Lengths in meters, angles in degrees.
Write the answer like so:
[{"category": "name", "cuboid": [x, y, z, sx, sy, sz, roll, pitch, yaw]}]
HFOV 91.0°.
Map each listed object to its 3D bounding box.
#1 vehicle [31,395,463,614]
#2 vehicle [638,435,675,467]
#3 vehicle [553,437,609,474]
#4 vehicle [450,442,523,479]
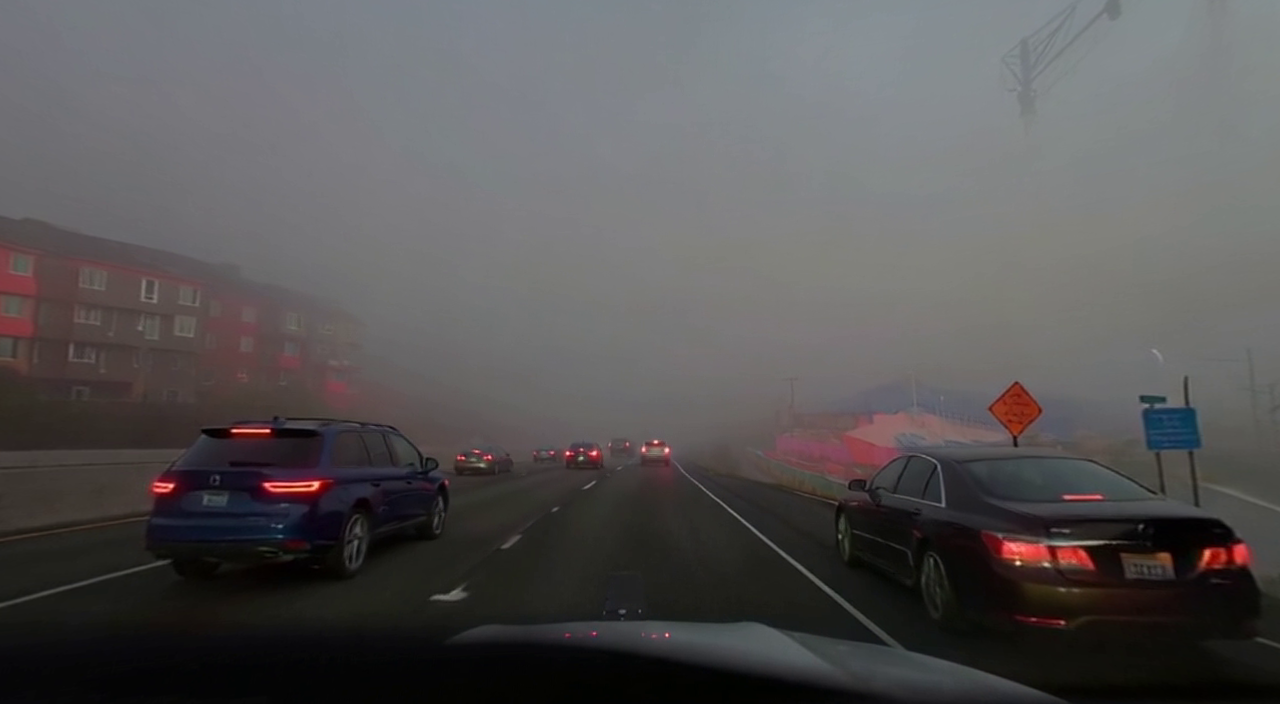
[{"category": "vehicle", "cuboid": [-3.759, 1.530, 7.266, 2.045, 1.710, 4.382, 0, -8, 1]}, {"category": "vehicle", "cuboid": [0.985, 5.957, 38.104, 2.116, 1.763, 4.352, 0, -8, 2]}, {"category": "vehicle", "cuboid": [-2.823, 5.099, 31.218, 2.109, 1.657, 4.554, 0, -8, 3]}, {"category": "vehicle", "cuboid": [-6.703, 4.776, 28.050, 1.959, 1.486, 4.460, 0, -8, 2]}]
